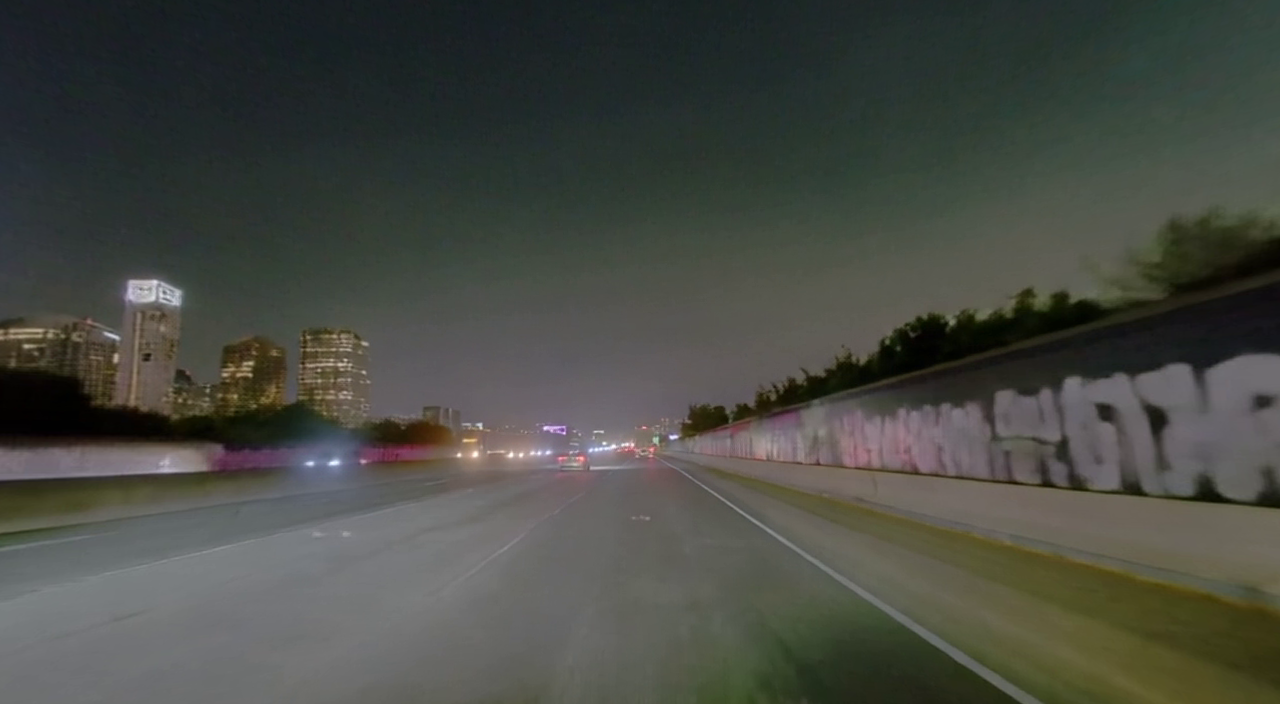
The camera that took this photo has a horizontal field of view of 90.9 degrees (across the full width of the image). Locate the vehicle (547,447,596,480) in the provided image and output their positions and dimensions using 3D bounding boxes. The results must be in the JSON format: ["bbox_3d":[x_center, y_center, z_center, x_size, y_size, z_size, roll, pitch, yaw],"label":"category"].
[{"bbox_3d":[-3.216,5.340,30.497,1.803,1.466,4.509,0,-9,1],"label":"vehicle"}]

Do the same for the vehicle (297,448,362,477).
[{"bbox_3d":[-21.869,7.757,44.617,2.061,1.935,4.754,0,-9,1],"label":"vehicle"}]
